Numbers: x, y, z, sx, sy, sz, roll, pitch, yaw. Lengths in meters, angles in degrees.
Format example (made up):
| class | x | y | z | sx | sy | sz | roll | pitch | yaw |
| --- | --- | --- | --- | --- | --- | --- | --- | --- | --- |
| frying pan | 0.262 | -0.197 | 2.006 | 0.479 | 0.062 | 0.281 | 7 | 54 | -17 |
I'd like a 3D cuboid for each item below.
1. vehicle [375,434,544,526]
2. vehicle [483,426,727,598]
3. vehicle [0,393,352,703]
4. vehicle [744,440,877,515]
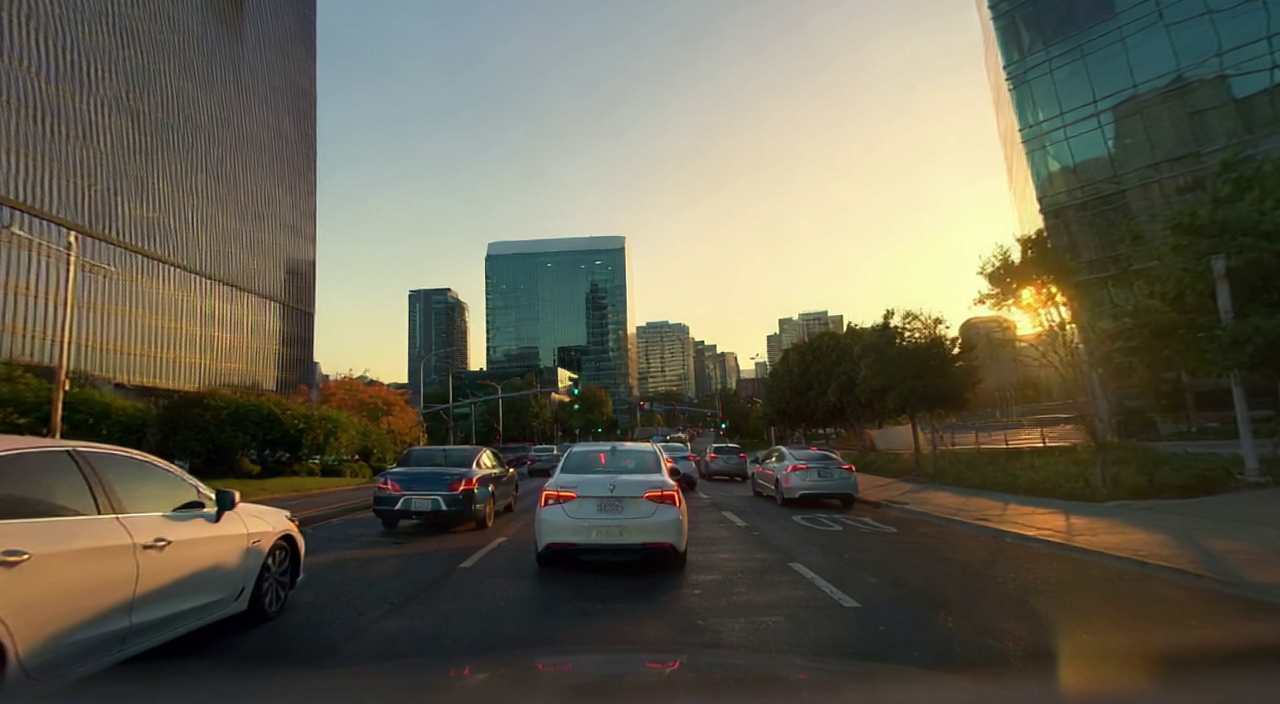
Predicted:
| class | x | y | z | sx | sy | sz | roll | pitch | yaw |
| --- | --- | --- | --- | --- | --- | --- | --- | --- | --- |
| vehicle | -3.331 | 2.462 | 12.718 | 2.044 | 1.508 | 4.479 | 0 | -9 | 1 |
| vehicle | -0.254 | 1.752 | 7.867 | 2.174 | 1.509 | 4.374 | 0 | -9 | 2 |
| vehicle | -3.550 | 1.076 | 3.508 | 1.933 | 1.520 | 4.195 | 0 | -9 | -1 |
| vehicle | 3.853 | 2.896 | 15.083 | 1.940 | 1.514 | 4.187 | 0 | -9 | -1 |
